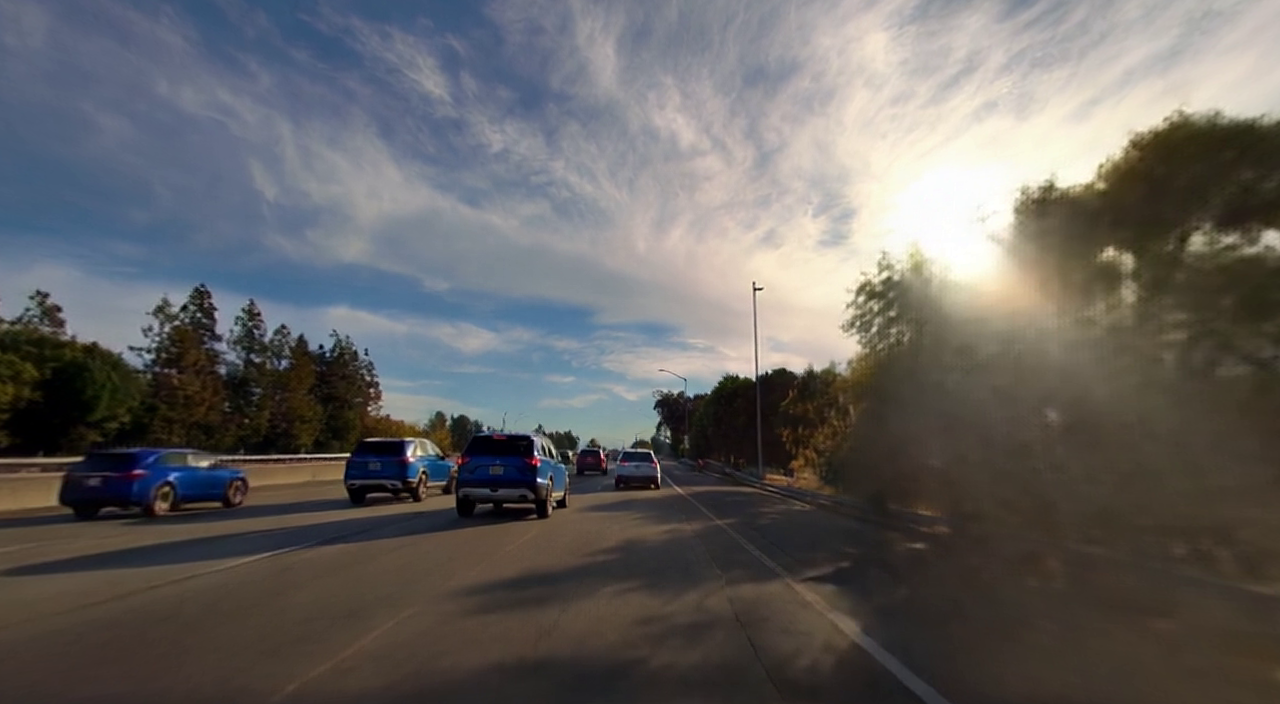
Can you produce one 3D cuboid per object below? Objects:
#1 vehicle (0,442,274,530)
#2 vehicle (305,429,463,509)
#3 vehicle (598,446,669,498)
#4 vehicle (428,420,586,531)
[{"bbox_3d":[-10.085,2.631,13.040,2.126,1.480,4.589,0,-9,2],"label":"vehicle"},{"bbox_3d":[-6.547,3.043,16.837,2.162,1.823,4.566,0,-9,2],"label":"vehicle"},{"bbox_3d":[-0.172,3.799,20.386,2.068,1.488,4.045,0,-9,0],"label":"vehicle"},{"bbox_3d":[-2.374,2.353,12.486,2.123,1.798,4.108,0,-9,2],"label":"vehicle"}]
